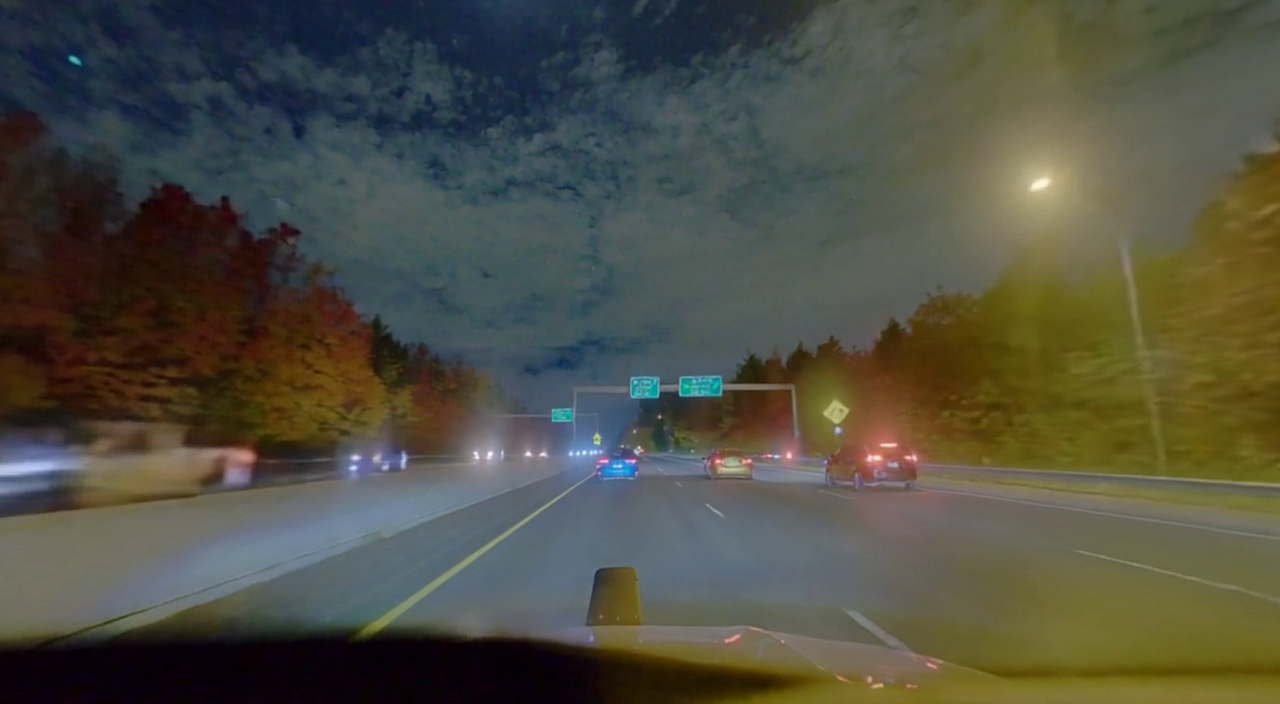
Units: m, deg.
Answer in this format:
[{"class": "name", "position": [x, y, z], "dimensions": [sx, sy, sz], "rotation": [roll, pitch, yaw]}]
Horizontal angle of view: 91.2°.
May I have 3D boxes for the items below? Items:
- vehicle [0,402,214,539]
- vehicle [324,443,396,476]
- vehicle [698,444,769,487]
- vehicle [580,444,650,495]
[{"class": "vehicle", "position": [-9.036, 1.668, 9.008], "dimensions": [2.512, 1.641, 4.748], "rotation": [0, -9, -1]}, {"class": "vehicle", "position": [-13.790, 5.309, 31.119], "dimensions": [1.798, 1.510, 3.858], "rotation": [0, -9, -1]}, {"class": "vehicle", "position": [3.719, 4.632, 25.805], "dimensions": [2.300, 1.595, 4.144], "rotation": [-1, -9, 0]}, {"class": "vehicle", "position": [-0.787, 3.932, 21.332], "dimensions": [2.128, 1.516, 4.410], "rotation": [0, -9, -1]}]
